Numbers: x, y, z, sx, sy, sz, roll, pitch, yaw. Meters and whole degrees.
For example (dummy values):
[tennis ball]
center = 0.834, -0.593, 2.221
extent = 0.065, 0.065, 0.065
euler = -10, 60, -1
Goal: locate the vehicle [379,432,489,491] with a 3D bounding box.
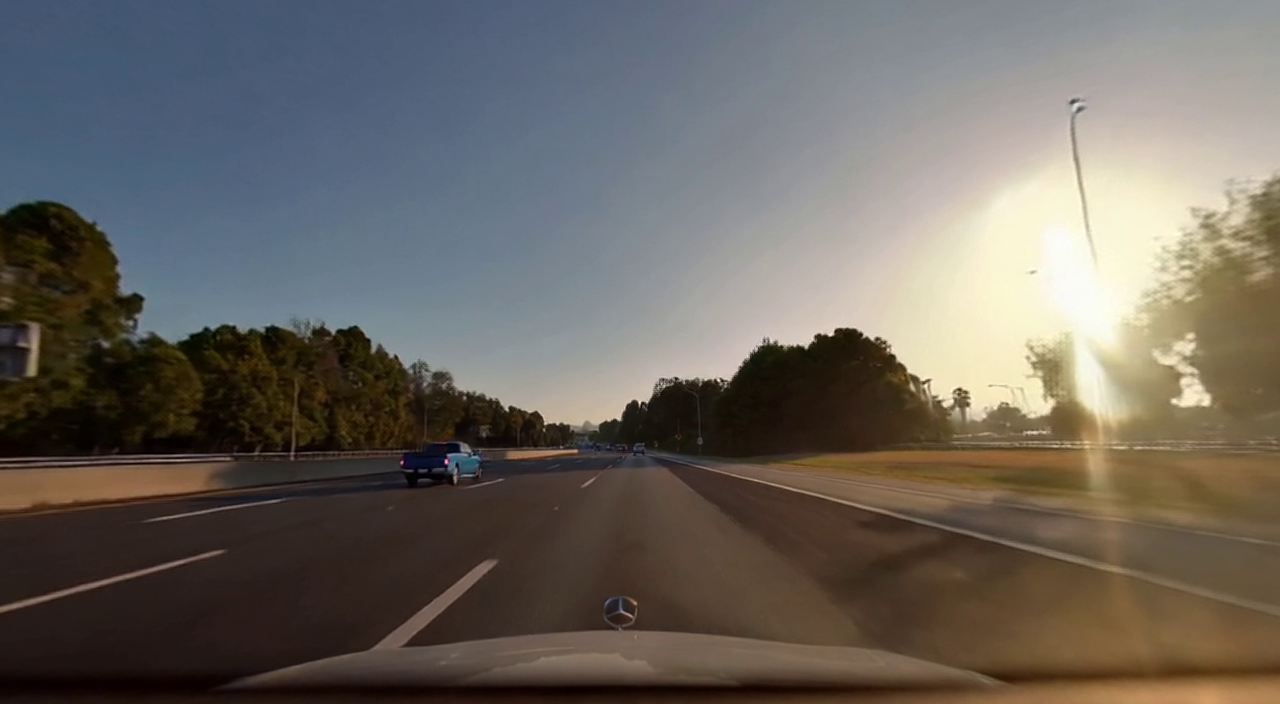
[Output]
[vehicle]
center = -7.052, 3.792, 22.280
extent = 2.231, 1.807, 4.758
euler = 0, -8, 0
